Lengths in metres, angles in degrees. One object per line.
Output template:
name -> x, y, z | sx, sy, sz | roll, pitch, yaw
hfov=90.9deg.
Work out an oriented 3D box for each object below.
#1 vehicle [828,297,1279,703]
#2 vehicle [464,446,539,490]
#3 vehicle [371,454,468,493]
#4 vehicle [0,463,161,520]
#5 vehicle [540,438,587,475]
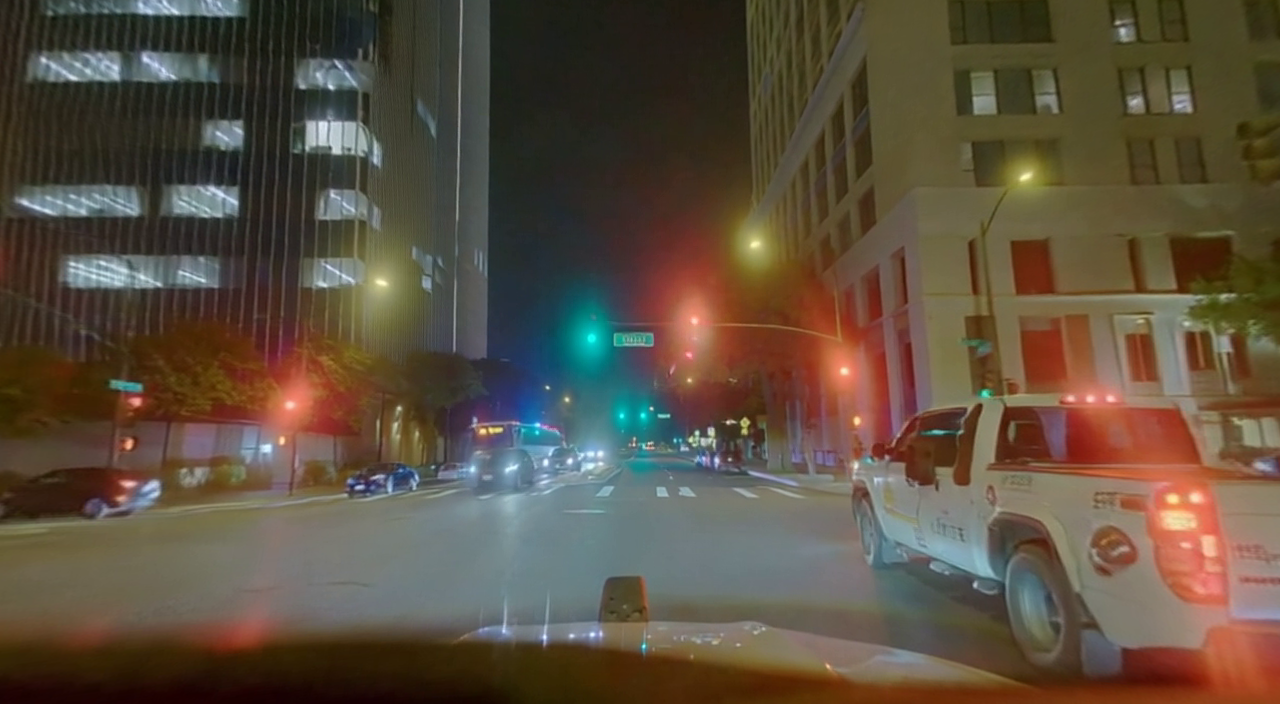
vehicle -> 3.318, 1.114, 4.745 | 2.118, 1.848, 5.426 | 0, -8, 0
vehicle -> -5.515, 4.641, 25.647 | 1.997, 1.610, 4.144 | 0, -8, 1
vehicle -> -9.672, 5.350, 28.150 | 2.003, 1.489, 4.656 | -1, -8, 10
vehicle -> -17.439, 4.116, 18.844 | 4.635, 1.468, 2.051 | 5, -10, -30
vehicle -> -4.969, 6.850, 41.643 | 2.304, 2.208, 5.200 | 0, -8, 1
